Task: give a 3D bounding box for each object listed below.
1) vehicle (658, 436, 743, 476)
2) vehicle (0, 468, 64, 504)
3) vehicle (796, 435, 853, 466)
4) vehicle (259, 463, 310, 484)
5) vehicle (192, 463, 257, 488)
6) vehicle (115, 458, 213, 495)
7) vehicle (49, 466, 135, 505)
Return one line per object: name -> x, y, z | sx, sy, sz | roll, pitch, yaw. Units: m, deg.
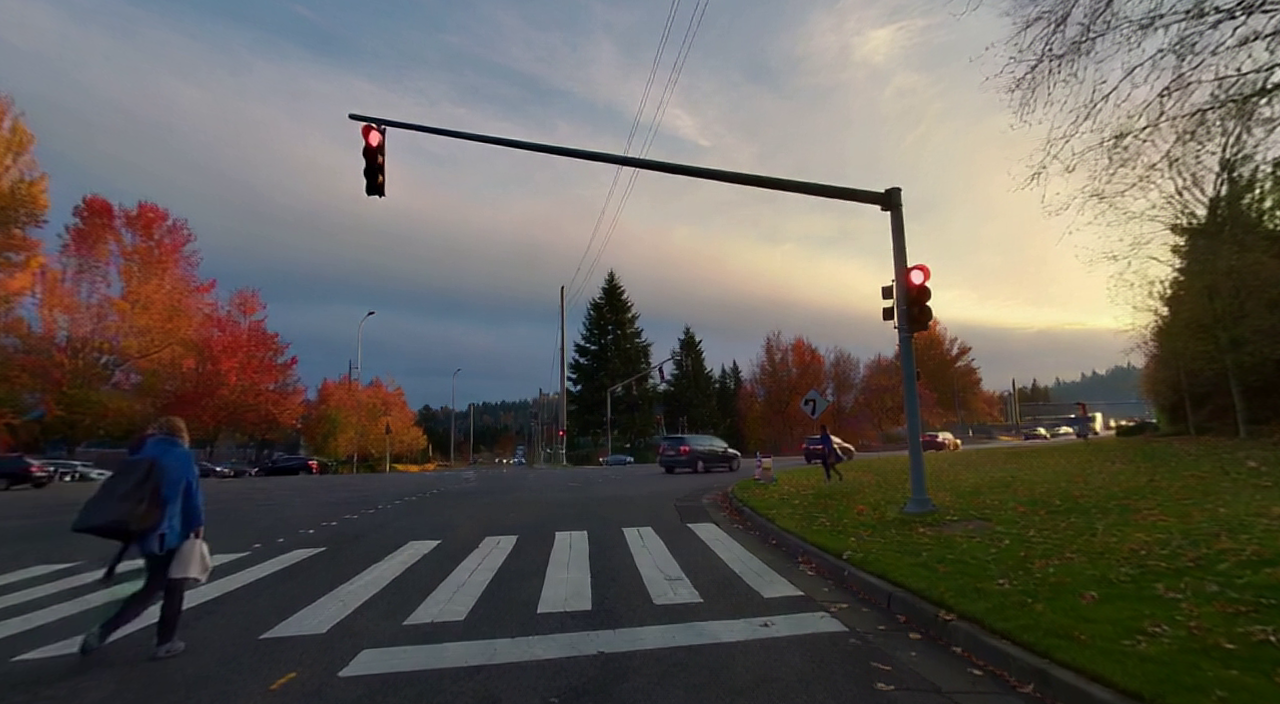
vehicle -> 3.160, 5.209, 31.692 | 2.036, 1.849, 4.811 | -7, -11, 36
vehicle -> -30.327, 6.446, 30.328 | 1.800, 1.520, 3.968 | 2, -9, -13
vehicle -> 12.170, 6.427, 41.110 | 1.942, 1.920, 4.263 | -8, -11, 39
vehicle -> -28.139, 9.587, 49.741 | 1.776, 1.452, 3.920 | 0, -9, 0
vehicle -> -28.538, 8.474, 43.160 | 1.768, 1.465, 3.972 | 0, -9, -1
vehicle -> -27.832, 7.272, 36.909 | 2.064, 1.913, 5.081 | 0, -9, -4
vehicle -> -25.428, 6.153, 29.249 | 1.694, 1.528, 4.225 | 3, -9, -23
